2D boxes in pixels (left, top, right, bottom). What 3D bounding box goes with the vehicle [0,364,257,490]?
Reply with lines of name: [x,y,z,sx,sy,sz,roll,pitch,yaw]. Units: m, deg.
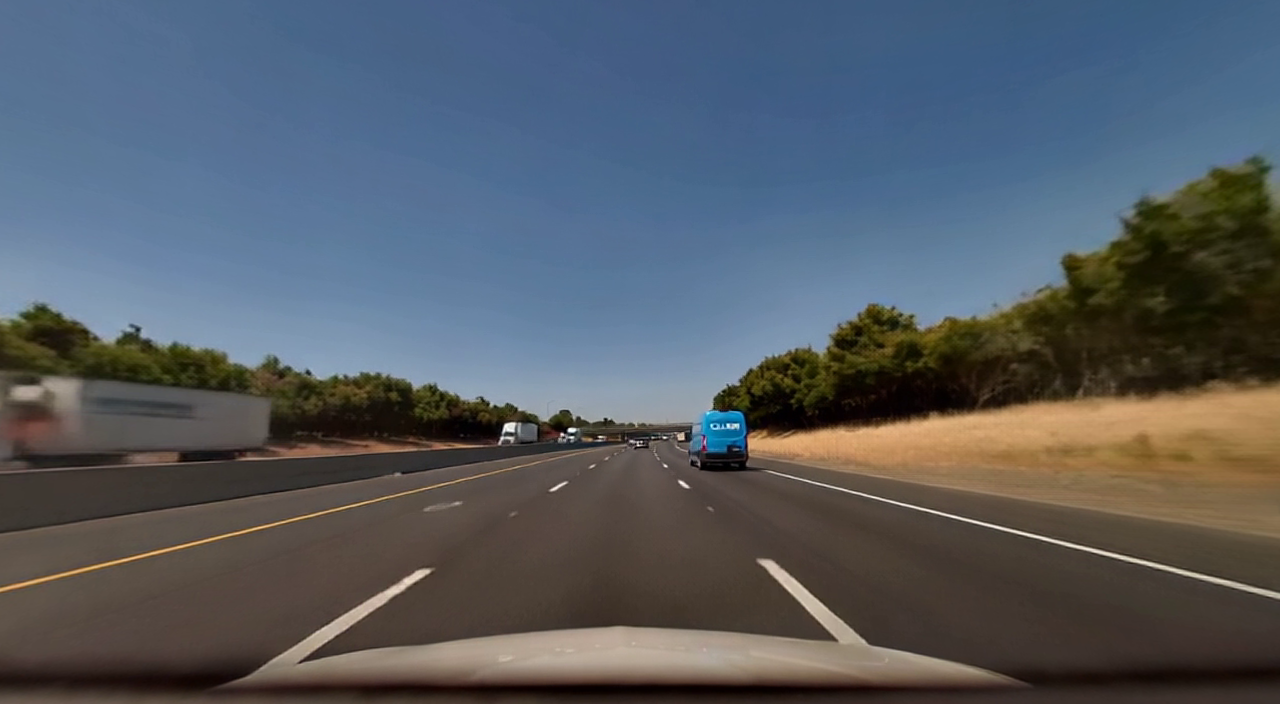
vehicle: [-22.396,3.406,27.116,2.874,4.074,14.233,-1,-8,0]

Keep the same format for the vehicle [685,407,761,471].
vehicle: [3.589,3.943,28.436,2.485,2.562,5.535,0,-8,-2]
